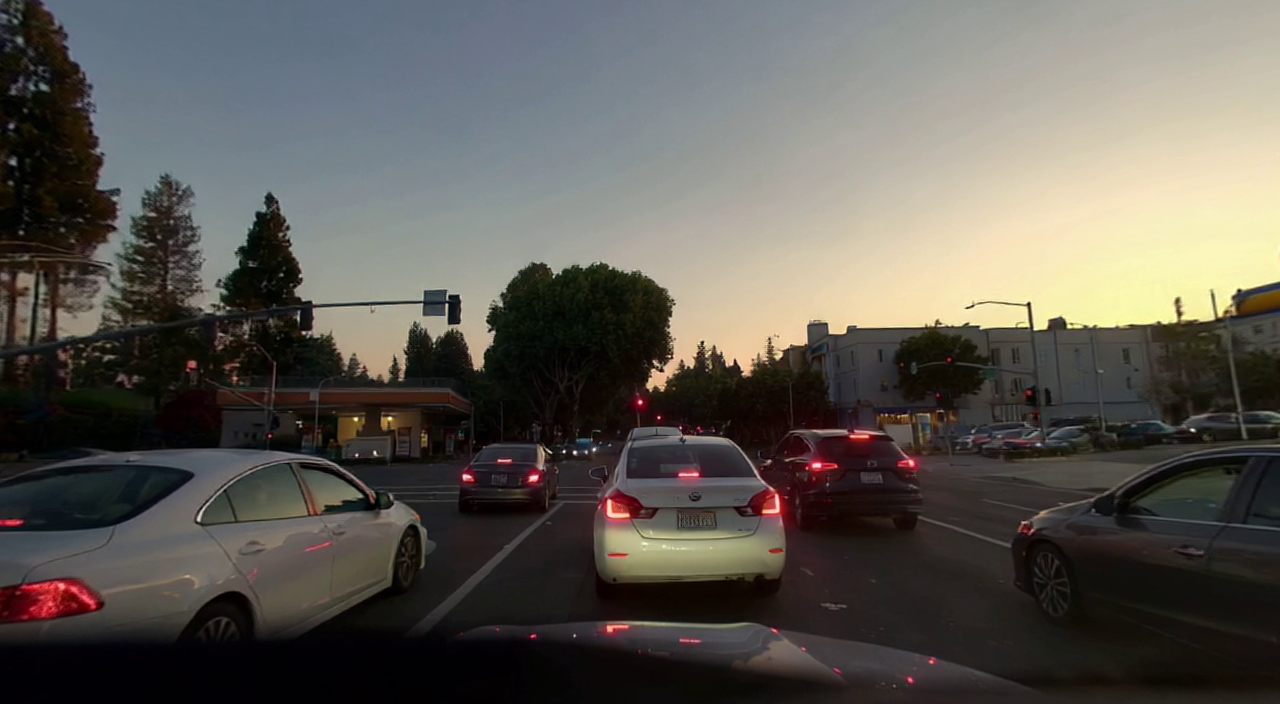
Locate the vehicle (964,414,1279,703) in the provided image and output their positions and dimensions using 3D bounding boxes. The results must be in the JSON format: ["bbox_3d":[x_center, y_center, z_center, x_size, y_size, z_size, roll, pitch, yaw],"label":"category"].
[{"bbox_3d":[4.170,1.134,3.615,1.950,1.497,4.686,0,-9,-3],"label":"vehicle"}]

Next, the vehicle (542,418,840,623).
[{"bbox_3d":[0.321,1.582,6.924,2.220,1.507,4.317,0,-9,-2],"label":"vehicle"}]

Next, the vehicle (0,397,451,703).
[{"bbox_3d":[-3.013,1.248,4.599,1.887,1.493,4.255,0,-9,1],"label":"vehicle"}]

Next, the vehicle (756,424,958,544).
[{"bbox_3d":[3.373,2.124,10.776,1.947,1.630,4.127,0,-9,0],"label":"vehicle"}]

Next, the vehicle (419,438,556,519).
[{"bbox_3d":[-3.083,2.639,13.681,1.867,1.474,4.237,0,-9,1],"label":"vehicle"}]
